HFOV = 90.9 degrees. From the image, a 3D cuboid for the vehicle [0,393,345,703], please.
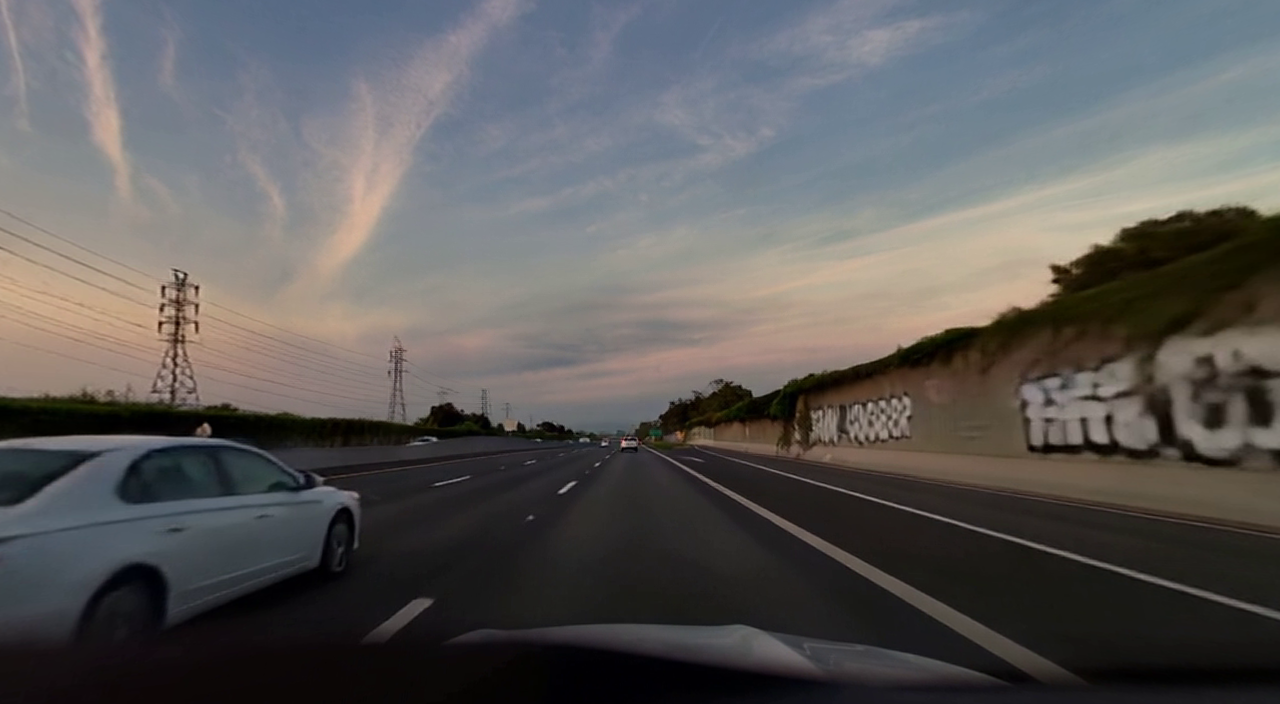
[{"bbox_3d":[-3.566,0.989,3.005,2.000,1.513,4.901,0,-8,-1],"label":"vehicle"}]
